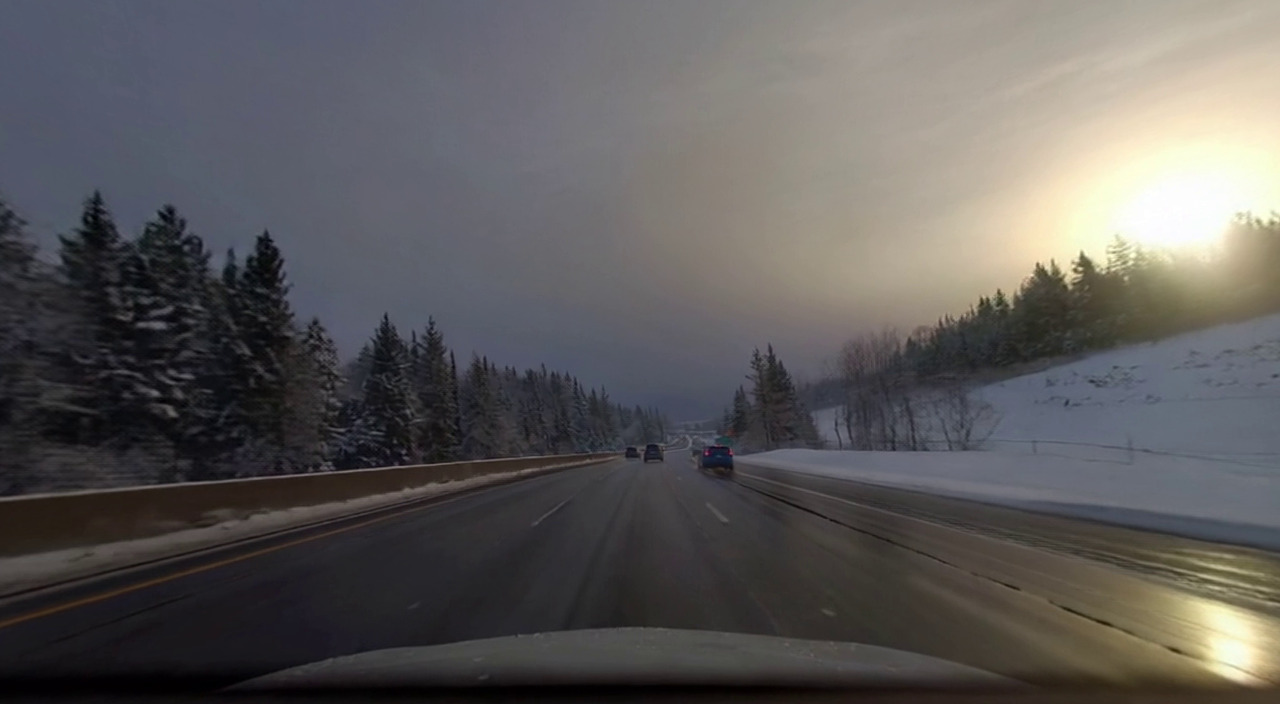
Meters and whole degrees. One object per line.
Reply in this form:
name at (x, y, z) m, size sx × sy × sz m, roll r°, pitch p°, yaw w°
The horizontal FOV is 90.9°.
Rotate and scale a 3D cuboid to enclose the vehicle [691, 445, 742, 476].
vehicle at (4.037, 5.816, 33.888) m, size 2.175 × 1.574 × 3.943 m, roll 0°, pitch -9°, yaw 0°
